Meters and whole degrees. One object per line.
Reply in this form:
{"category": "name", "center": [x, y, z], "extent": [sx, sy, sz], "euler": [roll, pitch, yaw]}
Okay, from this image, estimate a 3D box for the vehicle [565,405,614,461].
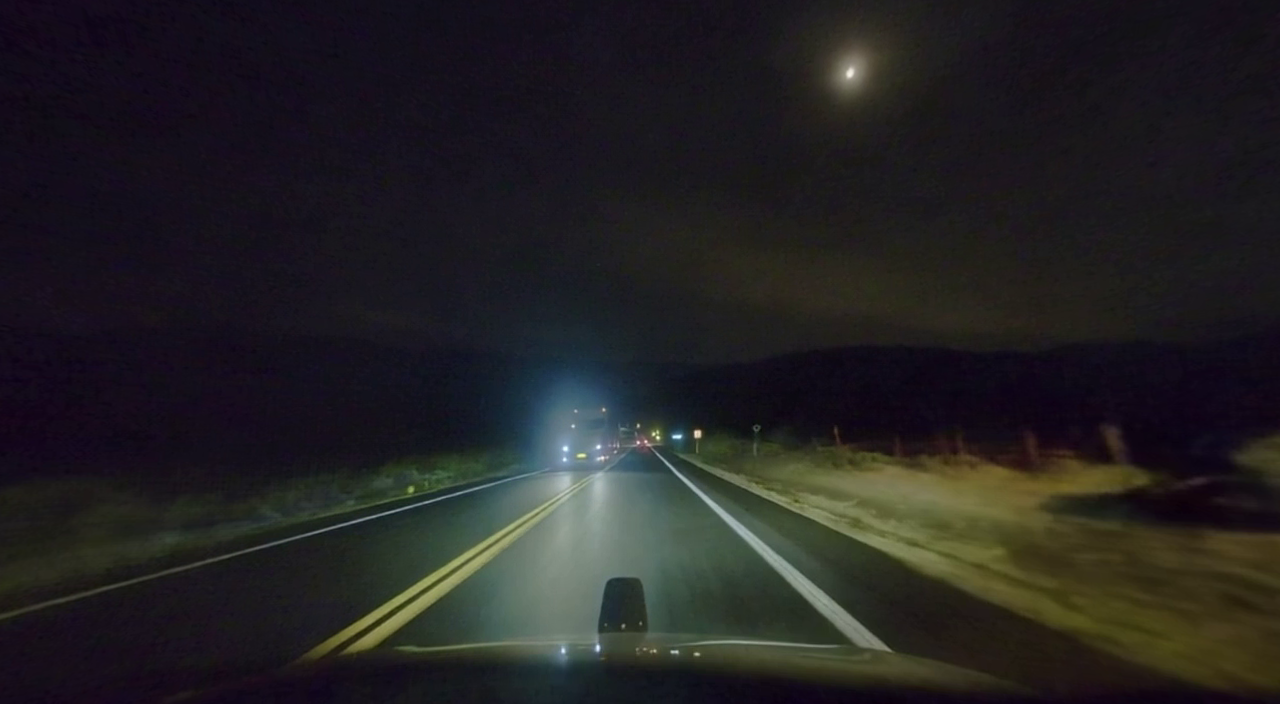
{"category": "vehicle", "center": [-3.703, 6.173, 47.585], "extent": [3.025, 3.821, 6.232], "euler": [-1, -9, 2]}
